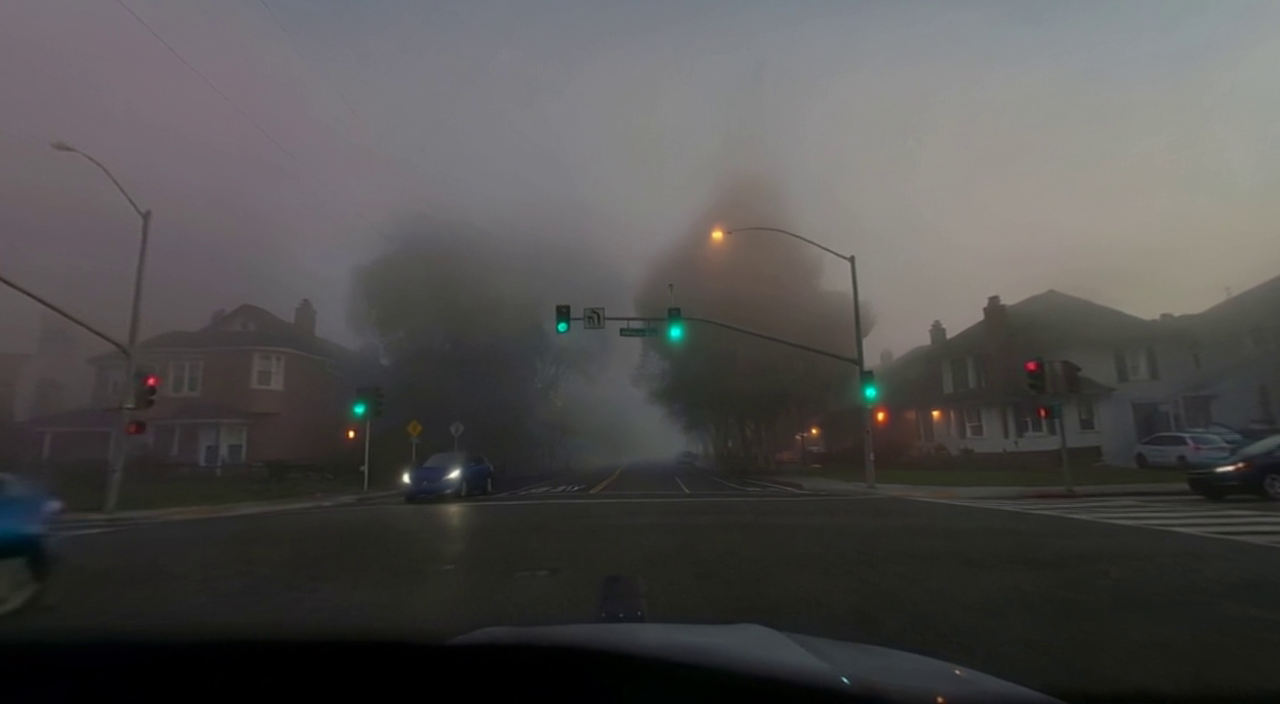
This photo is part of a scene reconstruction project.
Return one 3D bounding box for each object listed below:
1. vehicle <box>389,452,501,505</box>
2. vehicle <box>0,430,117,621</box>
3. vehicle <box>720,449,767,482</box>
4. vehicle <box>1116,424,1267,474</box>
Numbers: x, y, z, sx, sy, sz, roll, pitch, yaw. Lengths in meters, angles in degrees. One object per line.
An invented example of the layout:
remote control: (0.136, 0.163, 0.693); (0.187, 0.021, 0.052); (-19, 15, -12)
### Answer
vehicle: (-6.717, 4.389, 22.500); (2.270, 1.605, 4.958); (0, -9, 2)
vehicle: (-6.671, 1.408, 4.690); (1.982, 1.686, 4.195); (0, -9, -1)
vehicle: (5.620, 6.181, 34.715); (1.891, 1.611, 4.269); (0, -9, 0)
vehicle: (22.718, 4.047, 26.360); (1.964, 1.858, 4.881); (-1, -9, 2)
